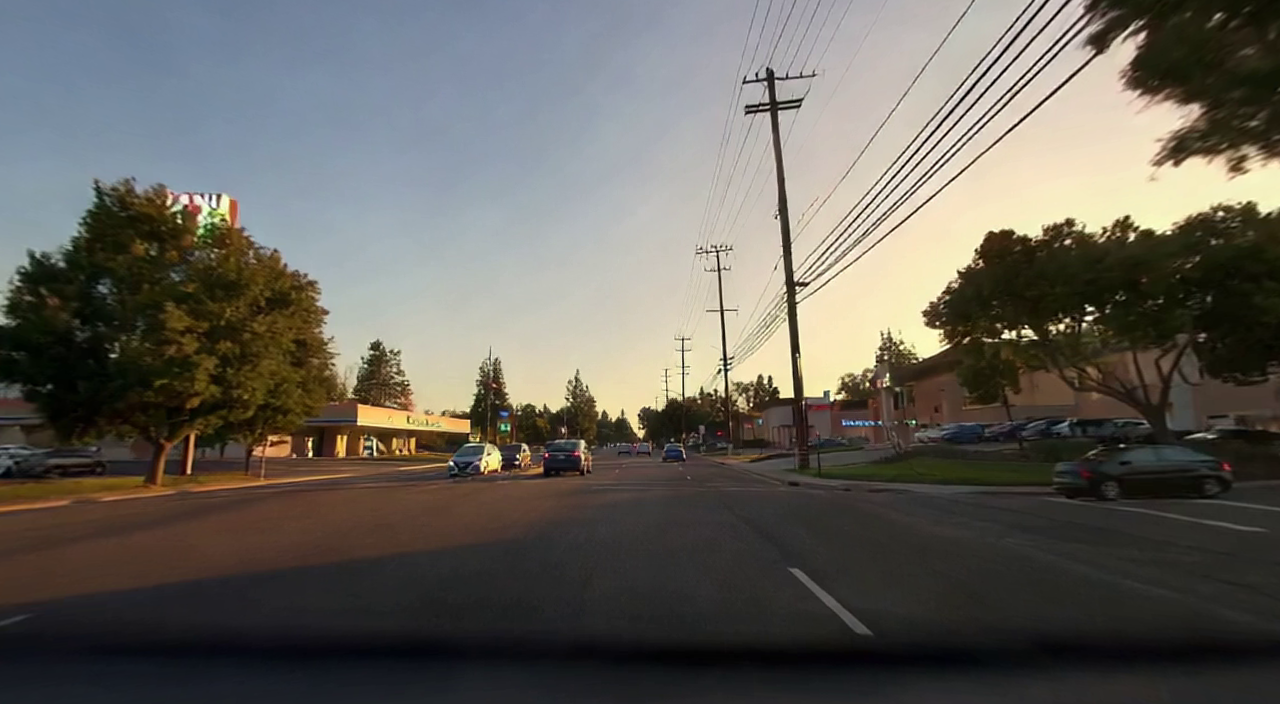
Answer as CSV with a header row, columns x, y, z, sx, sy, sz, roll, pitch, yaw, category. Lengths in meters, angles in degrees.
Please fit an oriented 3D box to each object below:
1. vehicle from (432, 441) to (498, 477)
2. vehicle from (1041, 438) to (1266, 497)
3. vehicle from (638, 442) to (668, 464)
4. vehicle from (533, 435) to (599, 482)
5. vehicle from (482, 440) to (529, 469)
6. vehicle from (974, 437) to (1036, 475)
x,y,z,sx,sy,sz,roll,pitch,yaw,category
-7.751,4.779,28.324,1.760,1.487,3.890,0,-9,1,vehicle
14.162,3.165,17.558,4.710,1.497,2.116,1,-9,-9,vehicle
0.919,7.111,44.323,1.978,1.455,4.195,0,-9,2,vehicle
-2.783,4.124,24.710,2.047,1.664,4.148,0,-9,1,vehicle
-7.843,6.029,37.153,1.795,1.607,4.059,0,-9,1,vehicle
16.594,4.659,28.498,2.080,1.530,5.079,-5,-10,32,vehicle
